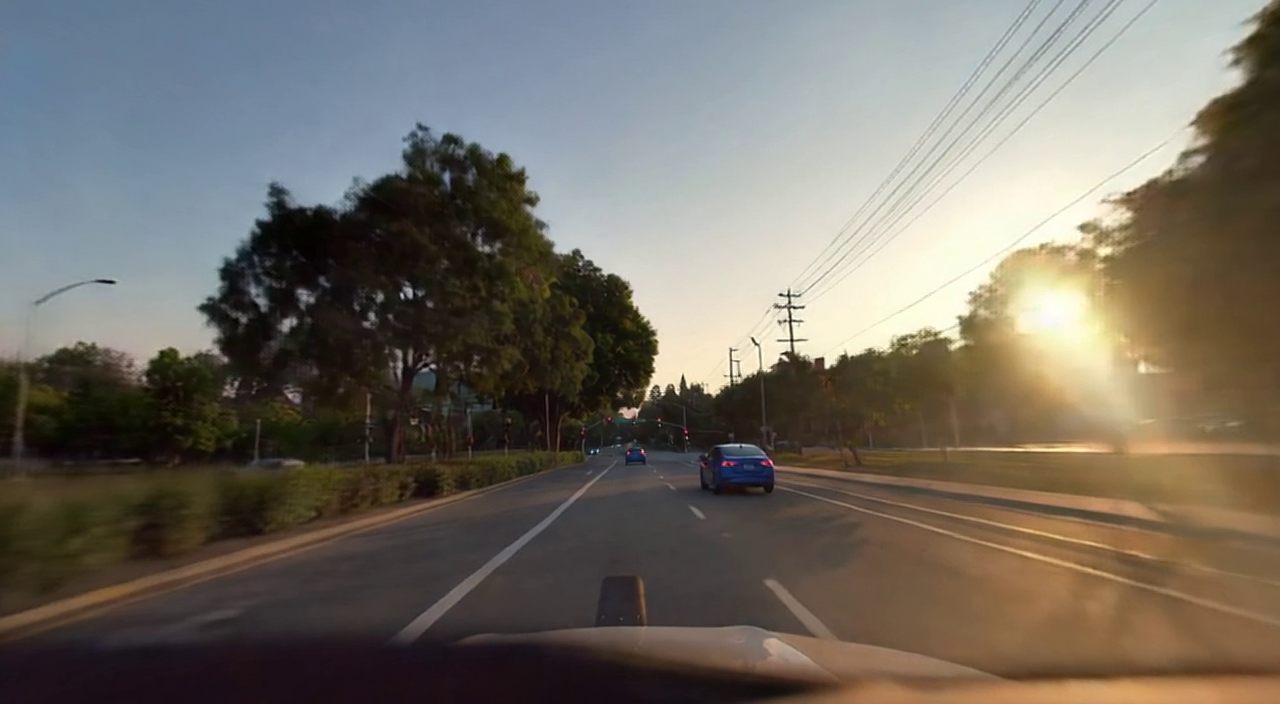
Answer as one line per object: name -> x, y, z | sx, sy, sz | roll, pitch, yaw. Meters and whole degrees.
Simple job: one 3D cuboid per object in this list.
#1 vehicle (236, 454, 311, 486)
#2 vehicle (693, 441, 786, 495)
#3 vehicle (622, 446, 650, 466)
vehicle -> -22.245, 7.179, 38.616 | 1.946, 1.787, 4.469 | 0, -9, -1
vehicle -> 2.865, 3.464, 19.197 | 2.004, 1.448, 4.263 | 0, -9, -2
vehicle -> -0.352, 8.122, 49.210 | 2.110, 1.466, 3.860 | 0, -9, -2
